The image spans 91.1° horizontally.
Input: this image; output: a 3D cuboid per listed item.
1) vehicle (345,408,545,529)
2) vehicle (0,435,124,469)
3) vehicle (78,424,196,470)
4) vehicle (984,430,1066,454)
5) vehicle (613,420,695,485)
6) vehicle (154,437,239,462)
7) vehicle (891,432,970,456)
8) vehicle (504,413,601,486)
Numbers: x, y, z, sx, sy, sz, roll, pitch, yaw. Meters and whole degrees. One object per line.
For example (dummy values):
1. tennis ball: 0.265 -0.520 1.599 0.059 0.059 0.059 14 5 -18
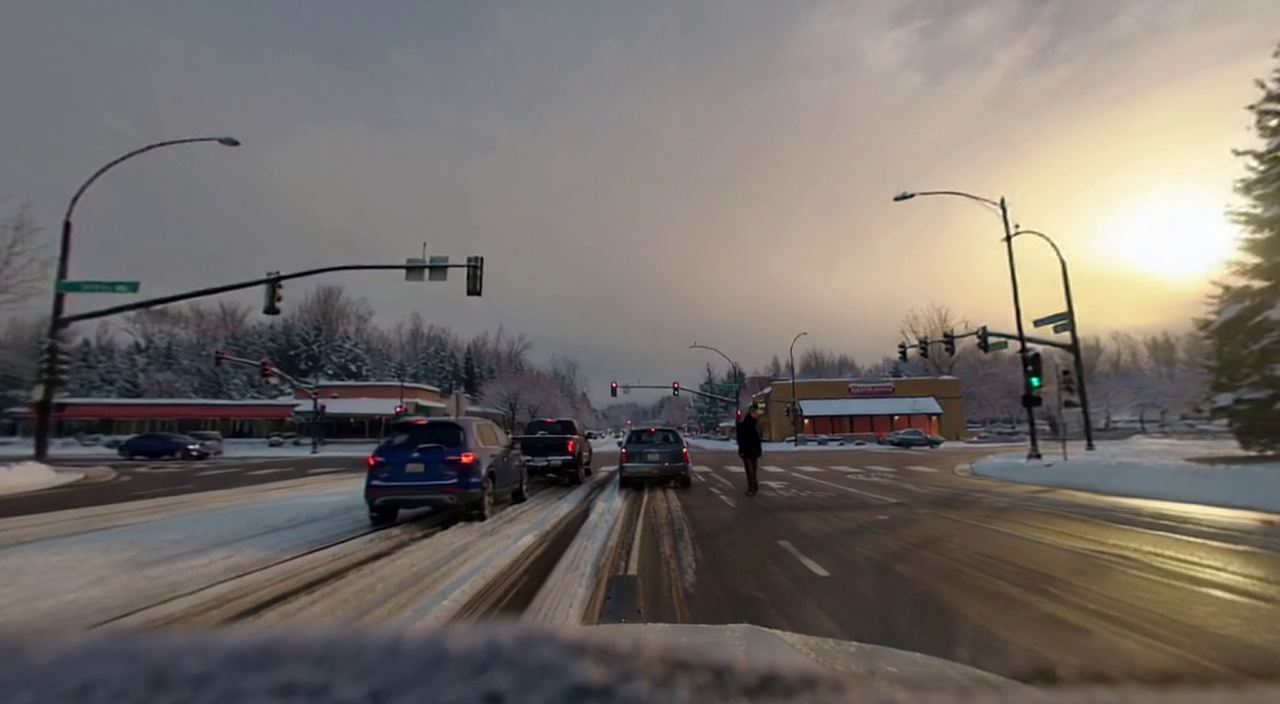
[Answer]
1. vehicle: -3.122 1.987 11.222 2.006 1.707 4.448 0 -8 2
2. vehicle: -31.181 5.358 33.764 4.956 1.737 2.135 0 -8 2
3. vehicle: -32.823 6.144 41.066 5.884 2.243 2.287 -6 -5 0
4. vehicle: 28.947 6.790 47.270 4.849 1.759 2.041 0 -8 -1
5. vehicle: 0.365 3.073 19.427 2.204 1.738 4.690 0 -8 0
6. vehicle: -31.200 6.848 44.280 4.406 1.682 2.040 0 -8 1
7. vehicle: 20.311 6.444 44.030 4.624 1.601 1.871 0 -8 -2
8. vehicle: -2.479 2.946 19.134 2.220 1.926 4.870 0 -8 0
